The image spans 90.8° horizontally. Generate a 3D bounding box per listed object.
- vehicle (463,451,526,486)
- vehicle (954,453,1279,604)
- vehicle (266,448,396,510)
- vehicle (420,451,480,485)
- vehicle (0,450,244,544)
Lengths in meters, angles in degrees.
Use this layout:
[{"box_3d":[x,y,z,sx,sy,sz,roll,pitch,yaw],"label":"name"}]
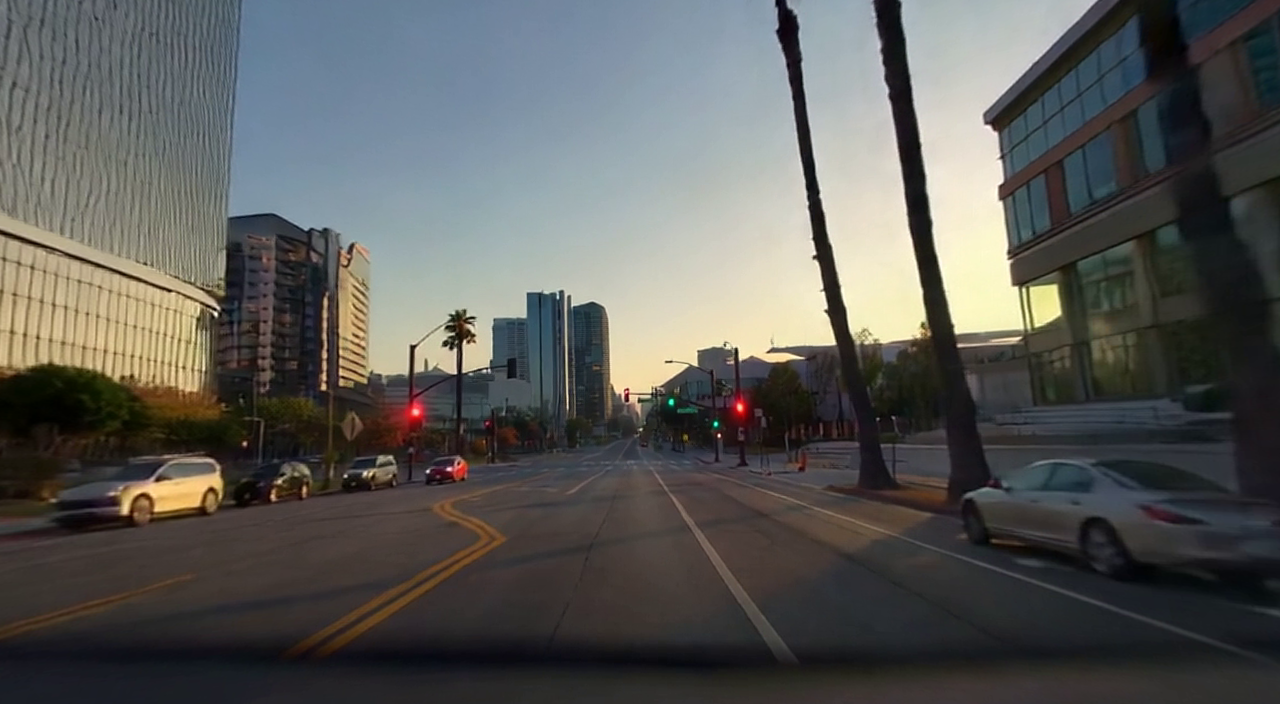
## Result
[{"box_3d":[-6.646,5.340,29.266,1.868,1.467,4.267,0,-9,0],"label":"vehicle"},{"box_3d":[5.728,1.946,7.783,1.784,1.350,3.677,0,-9,0],"label":"vehicle"},{"box_3d":[-9.722,3.983,20.331,1.940,1.726,4.395,0,-9,0],"label":"vehicle"},{"box_3d":[-10.182,6.201,34.152,1.923,1.662,4.318,0,-9,-1],"label":"vehicle"},{"box_3d":[-13.399,3.659,16.809,2.218,1.822,5.605,-6,-9,-1],"label":"vehicle"}]
